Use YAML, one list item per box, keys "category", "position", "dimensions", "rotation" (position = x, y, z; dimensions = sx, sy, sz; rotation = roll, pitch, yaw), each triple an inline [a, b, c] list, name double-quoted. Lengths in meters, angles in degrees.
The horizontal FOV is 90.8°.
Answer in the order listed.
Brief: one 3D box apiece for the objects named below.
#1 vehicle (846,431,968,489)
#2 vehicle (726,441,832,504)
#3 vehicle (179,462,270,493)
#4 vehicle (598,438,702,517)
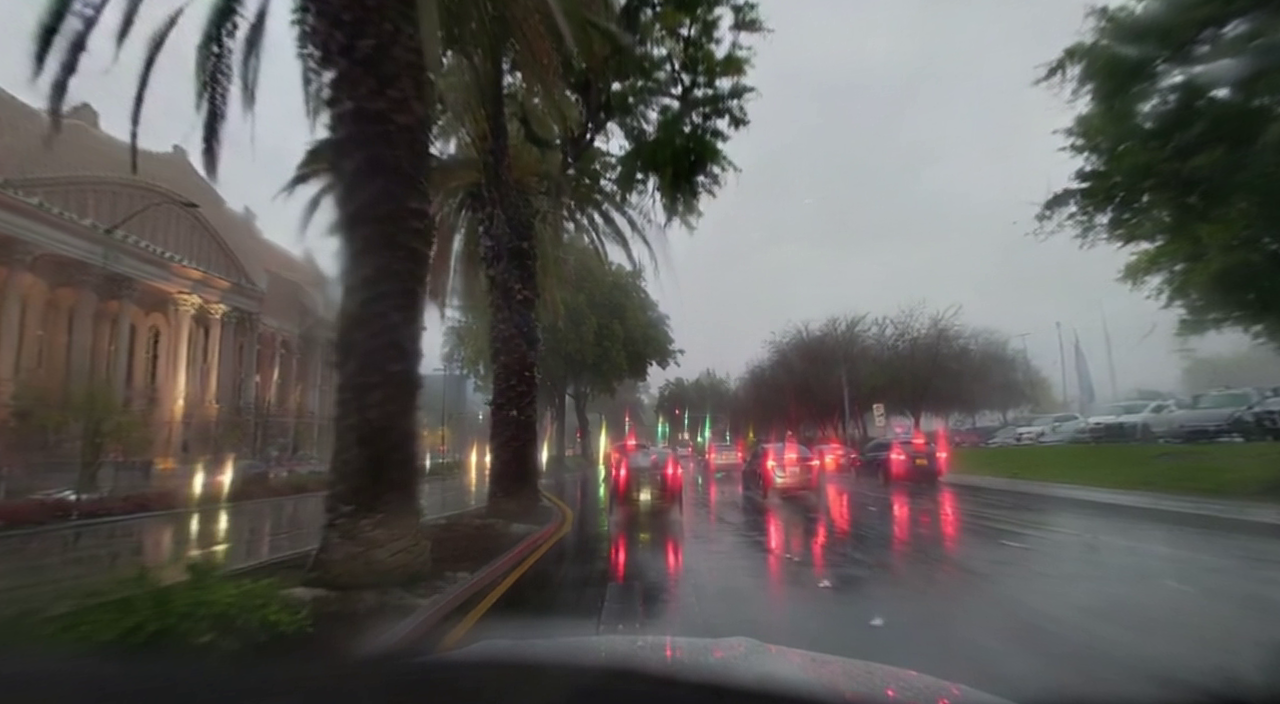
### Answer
- category: "vehicle"
  position: [8.735, 3.584, 21.259]
  dimensions: [1.994, 1.715, 4.777]
  rotation: [0, -8, 0]
- category: "vehicle"
  position: [3.592, 3.178, 17.180]
  dimensions: [1.833, 1.465, 4.258]
  rotation: [0, -8, -1]
- category: "vehicle"
  position: [-23.792, 7.194, 36.426]
  dimensions: [1.957, 1.493, 4.900]
  rotation: [0, -8, 0]
- category: "vehicle"
  position: [0.166, 2.755, 14.359]
  dimensions: [2.050, 1.521, 3.747]
  rotation: [0, -8, -1]
